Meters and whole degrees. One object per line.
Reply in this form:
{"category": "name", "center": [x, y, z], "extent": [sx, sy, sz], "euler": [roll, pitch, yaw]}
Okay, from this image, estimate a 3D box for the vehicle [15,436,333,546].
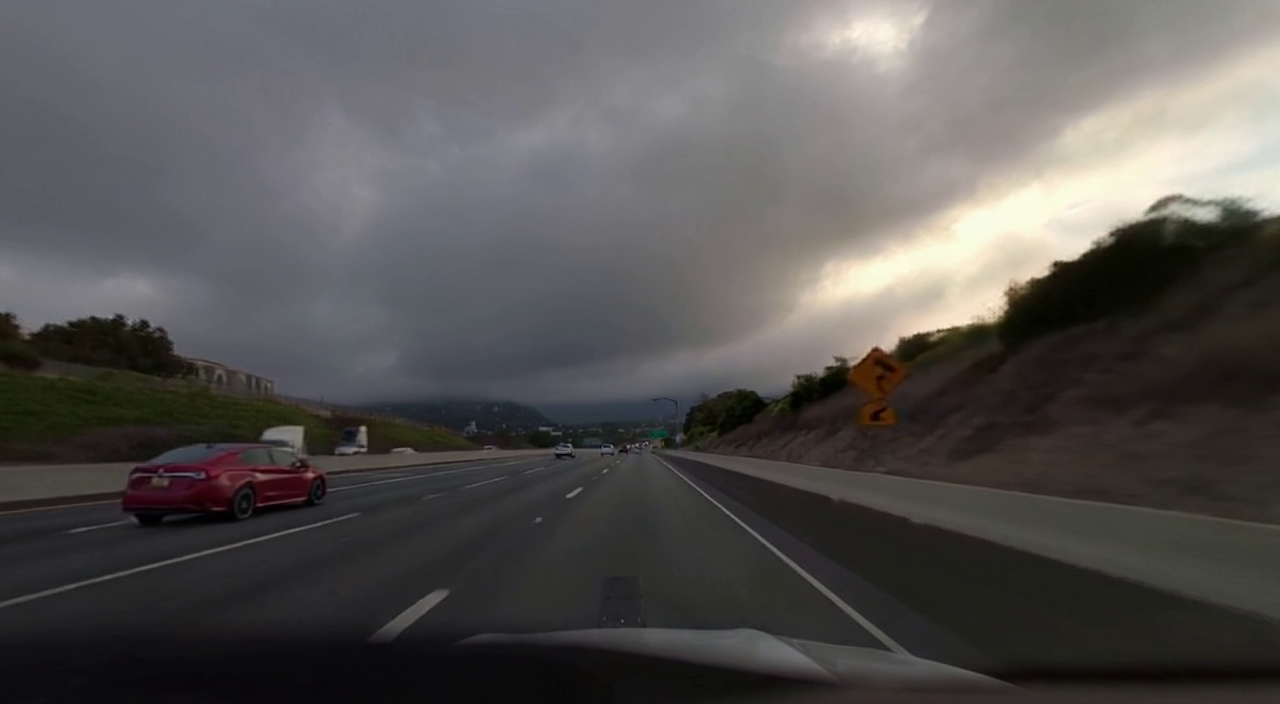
{"category": "vehicle", "center": [-7.480, 2.230, 10.878], "extent": [1.949, 1.465, 4.563], "euler": [0, -8, 1]}
